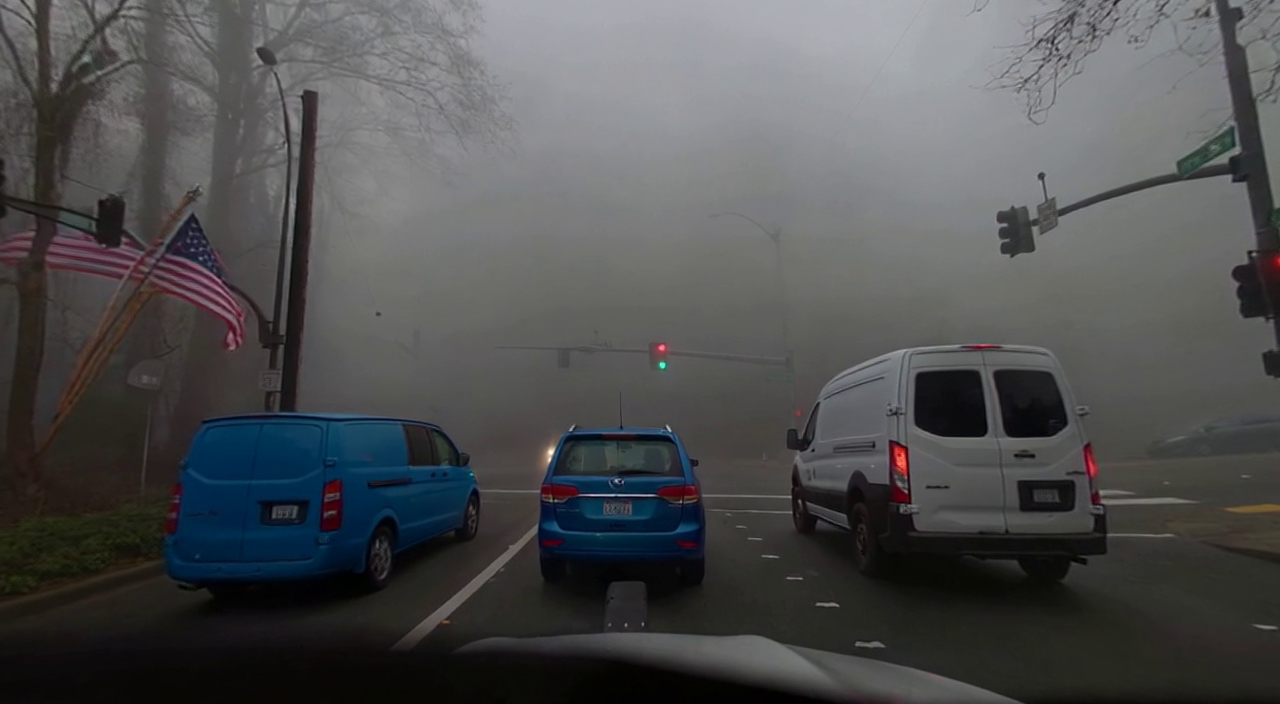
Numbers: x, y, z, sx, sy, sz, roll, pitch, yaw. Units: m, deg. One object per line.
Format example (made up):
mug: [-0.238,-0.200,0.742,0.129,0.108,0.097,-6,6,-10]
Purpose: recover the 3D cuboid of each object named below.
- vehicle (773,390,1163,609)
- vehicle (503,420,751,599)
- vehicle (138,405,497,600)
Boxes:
vehicle: [3.095,1.512,7.326,2.178,1.746,4.400,0,-9,1]
vehicle: [-0.146,1.644,7.470,2.098,1.494,4.118,0,-9,-1]
vehicle: [-3.291,1.610,7.569,2.024,1.677,3.998,-1,-9,3]
